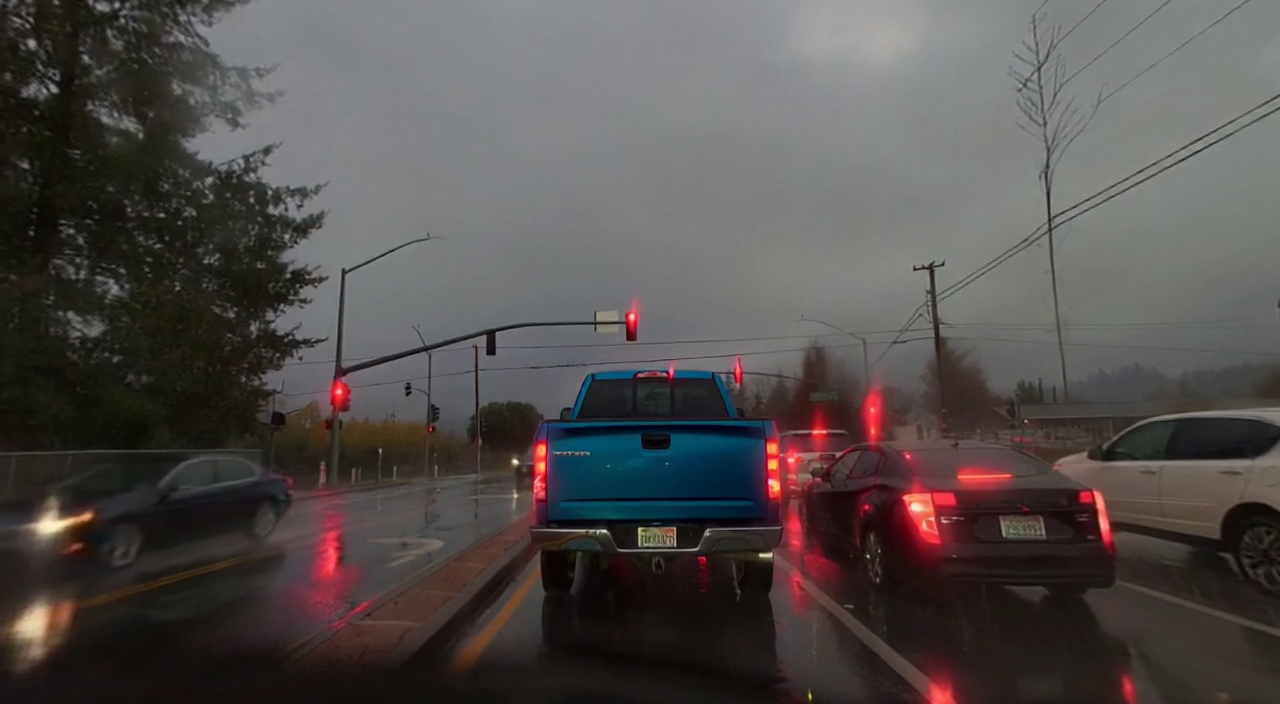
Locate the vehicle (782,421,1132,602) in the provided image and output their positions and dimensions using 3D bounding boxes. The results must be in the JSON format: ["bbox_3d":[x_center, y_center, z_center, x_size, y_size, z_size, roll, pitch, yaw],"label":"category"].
[{"bbox_3d":[3.112,1.638,7.357,1.993,1.495,4.060,0,-8,1],"label":"vehicle"}]

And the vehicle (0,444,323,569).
[{"bbox_3d":[-8.032,2.410,10.865,2.378,1.611,5.046,0,-8,2],"label":"vehicle"}]

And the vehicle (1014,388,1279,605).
[{"bbox_3d":[6.148,1.366,6.439,1.982,1.727,4.352,0,-8,1],"label":"vehicle"}]

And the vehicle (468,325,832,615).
[{"bbox_3d":[0.120,1.362,8.110,2.831,2.284,6.149,0,-8,1],"label":"vehicle"}]
